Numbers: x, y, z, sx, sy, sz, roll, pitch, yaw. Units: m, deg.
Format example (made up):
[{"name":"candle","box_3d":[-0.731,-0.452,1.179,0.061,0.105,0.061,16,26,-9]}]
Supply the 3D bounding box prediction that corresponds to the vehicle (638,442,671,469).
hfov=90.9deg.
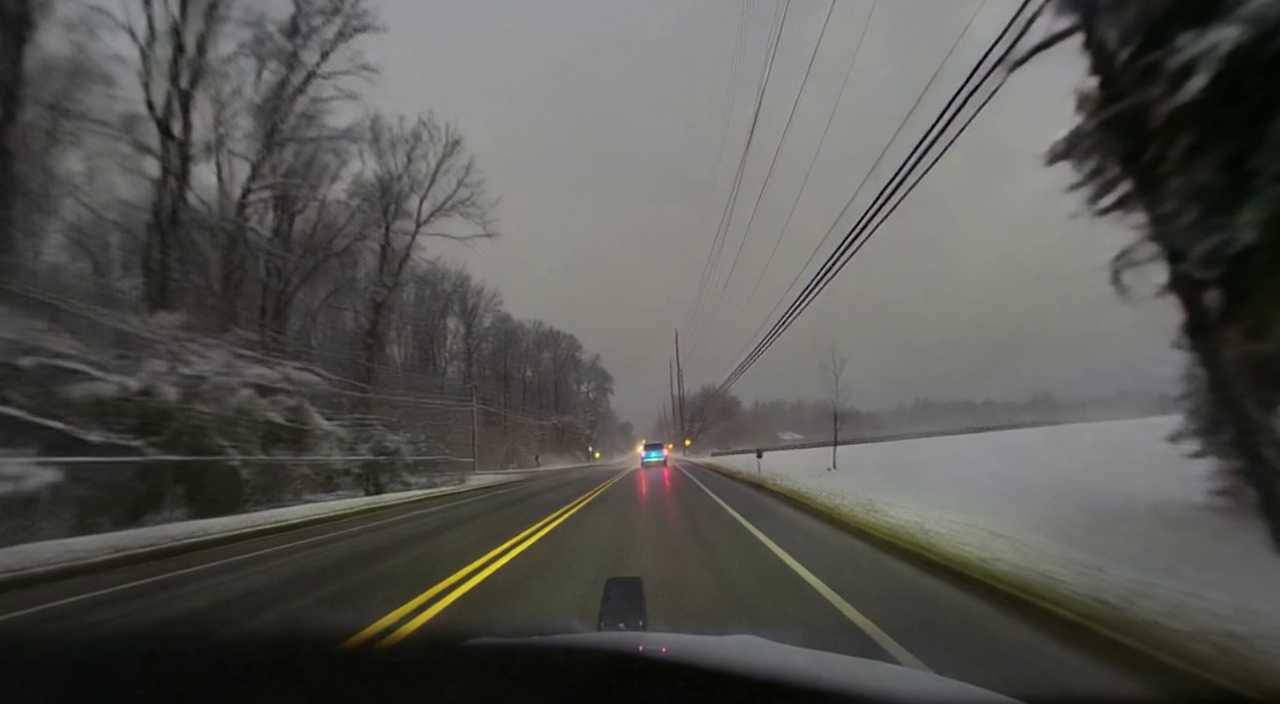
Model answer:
[{"name":"vehicle","box_3d":[1.086,8.081,49.367,2.468,2.056,4.422,0,-9,1]}]
